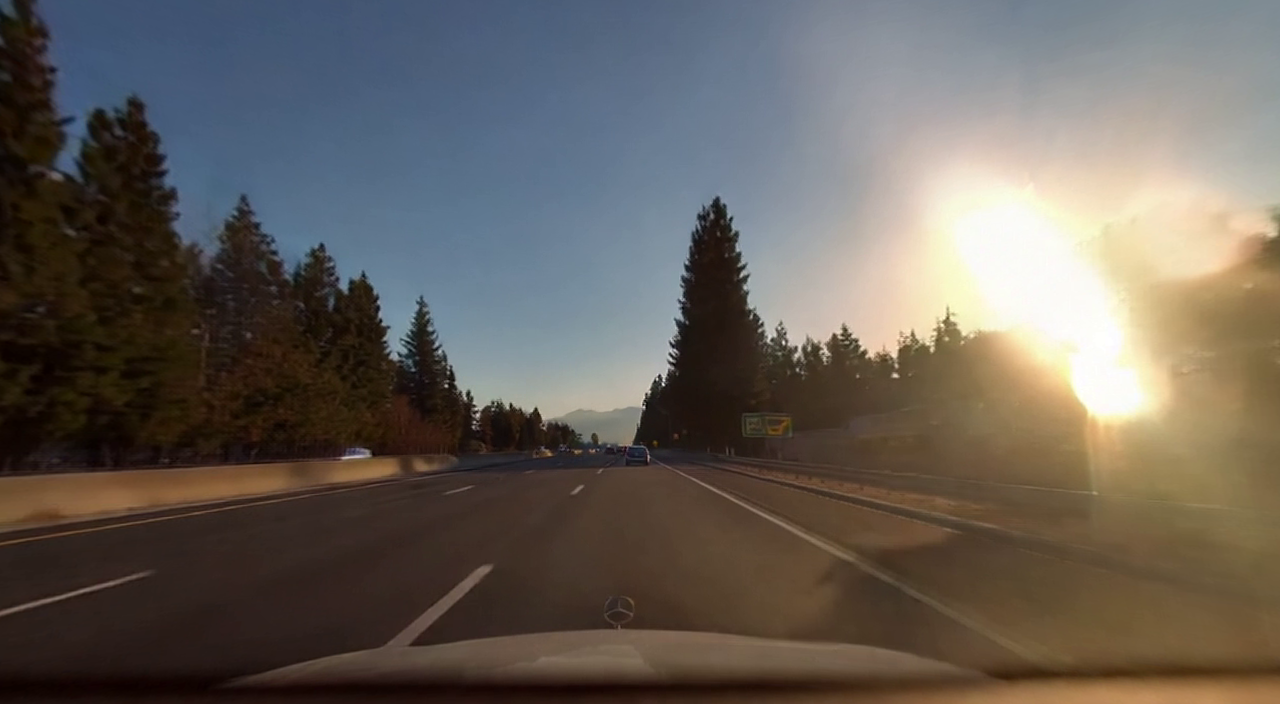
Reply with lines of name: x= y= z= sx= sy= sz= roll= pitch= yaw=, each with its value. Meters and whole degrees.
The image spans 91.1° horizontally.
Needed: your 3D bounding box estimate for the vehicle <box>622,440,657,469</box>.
vehicle: x=-0.082 y=6.535 z=40.049 sx=2.120 sy=1.715 sz=4.153 roll=0 pitch=-9 yaw=-1
